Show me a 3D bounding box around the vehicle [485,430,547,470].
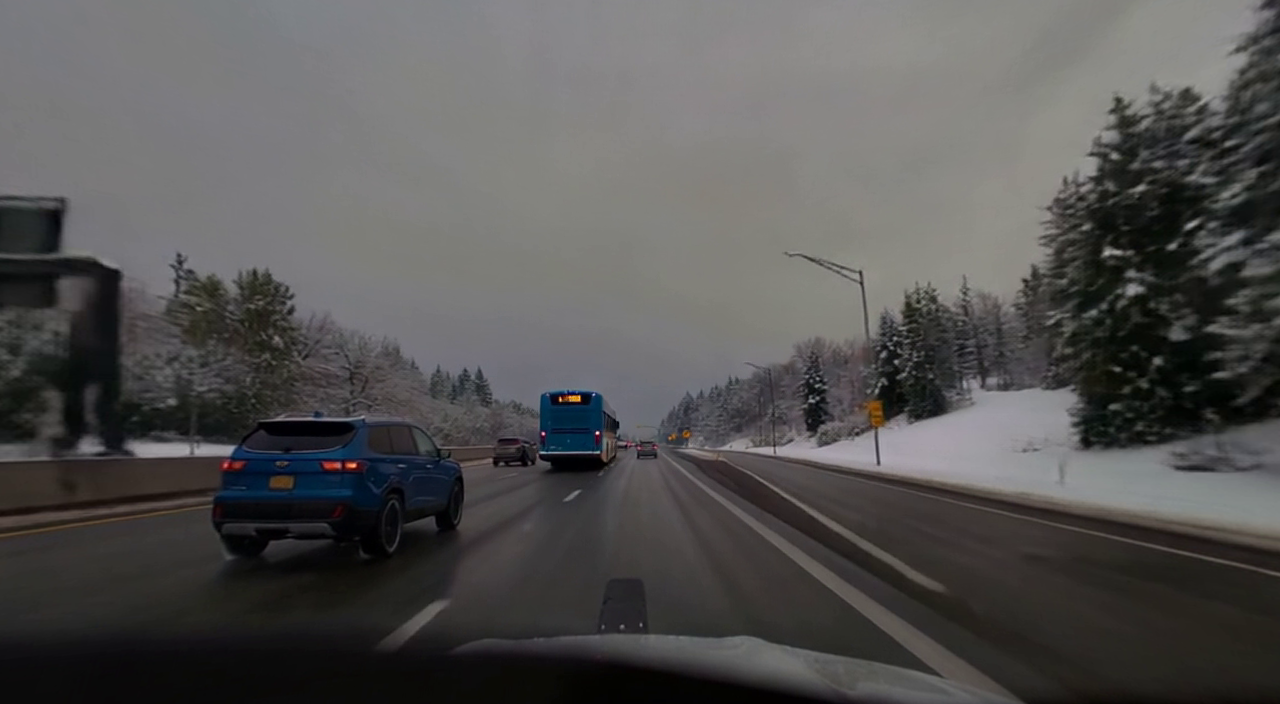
[{"bbox_3d":[-6.944,5.585,36.079,2.282,2.116,6.030,0,-8,1],"label":"vehicle"}]

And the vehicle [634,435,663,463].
[{"bbox_3d":[0.629,7.302,47.683,2.083,2.001,4.782,0,-8,0],"label":"vehicle"}]

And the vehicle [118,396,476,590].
[{"bbox_3d":[-3.661,1.586,7.871,2.021,1.730,4.223,0,-8,1],"label":"vehicle"}]

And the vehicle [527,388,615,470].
[{"bbox_3d":[-3.423,4.463,34.999,3.382,3.712,11.766,1,-9,1],"label":"vehicle"}]
